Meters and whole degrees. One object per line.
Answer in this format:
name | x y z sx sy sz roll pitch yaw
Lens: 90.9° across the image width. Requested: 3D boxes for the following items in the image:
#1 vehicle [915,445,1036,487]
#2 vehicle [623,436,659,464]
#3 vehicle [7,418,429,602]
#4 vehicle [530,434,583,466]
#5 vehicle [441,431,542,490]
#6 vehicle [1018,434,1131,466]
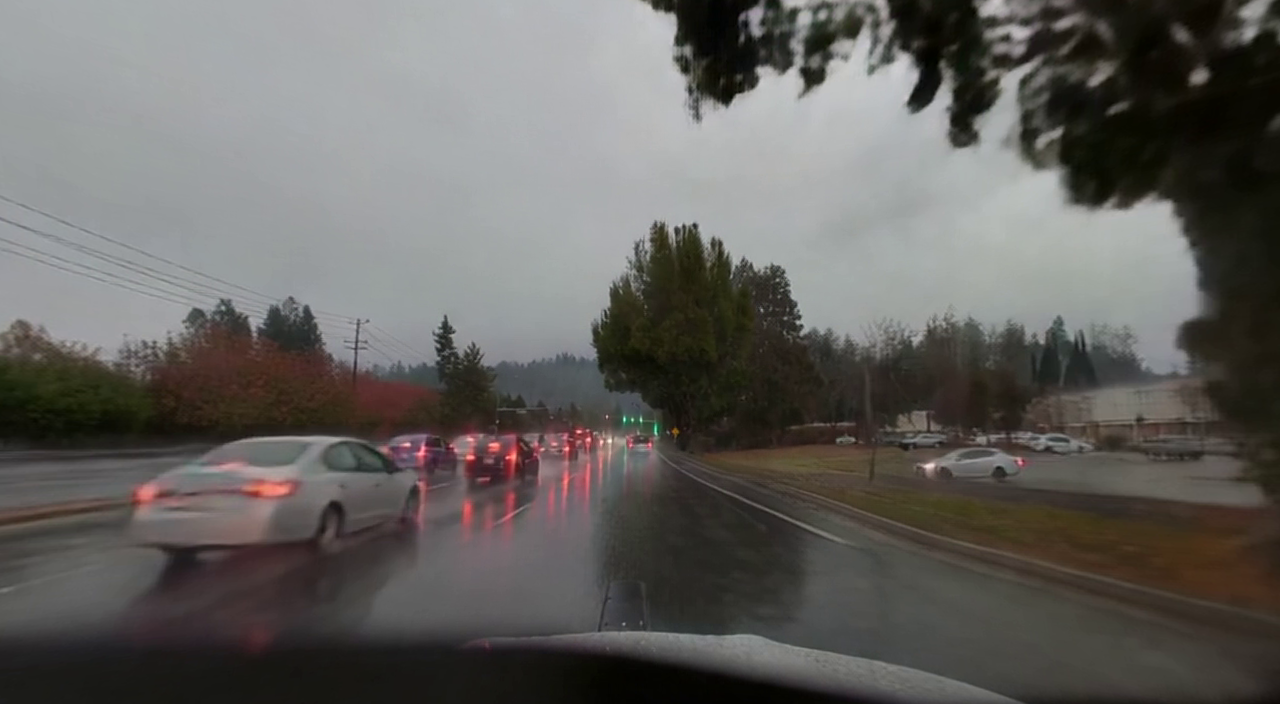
vehicle | 14.841 5.038 28.073 4.265 1.693 1.902 0 -8 -1
vehicle | 0.040 5.442 35.280 1.875 1.453 3.888 -1 -8 0
vehicle | -4.260 1.624 7.521 1.904 1.496 4.481 -1 -8 1
vehicle | -4.150 4.926 31.931 1.975 1.447 4.356 -1 -8 2
vehicle | -4.213 3.130 18.638 1.871 1.502 4.240 -1 -8 1
vehicle | 28.130 6.348 40.931 5.741 1.952 2.128 0 -8 -2
